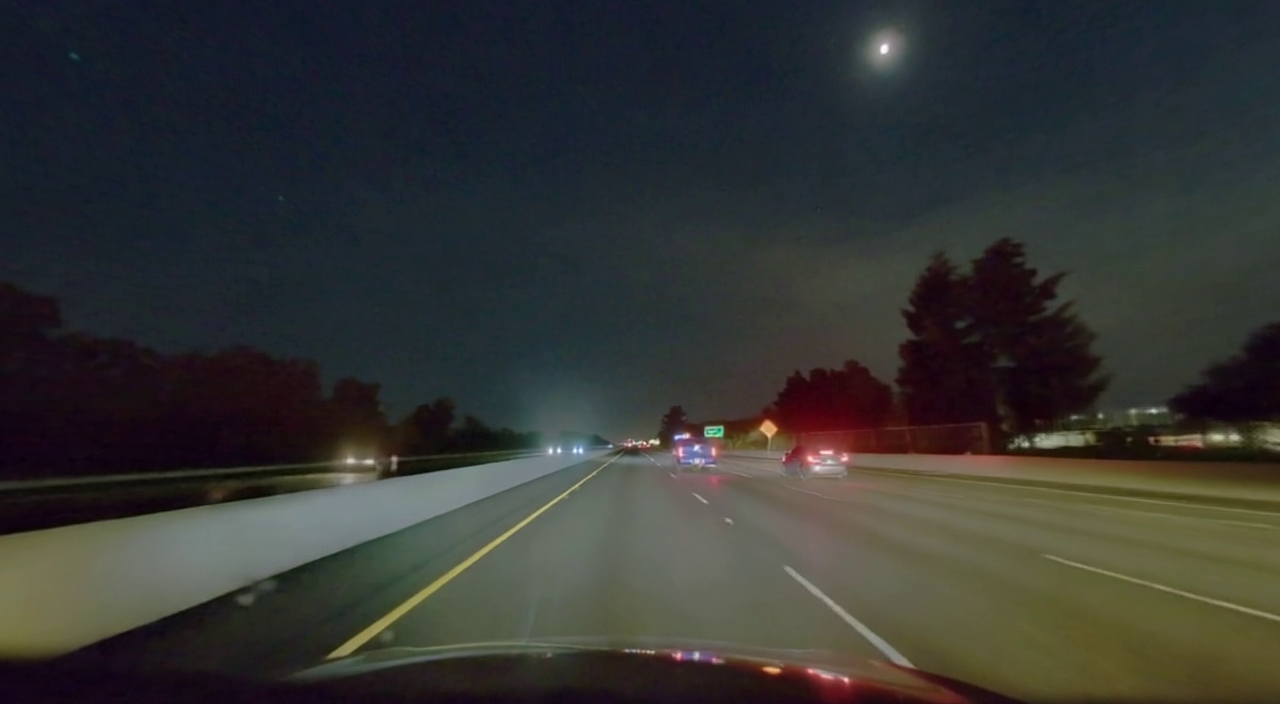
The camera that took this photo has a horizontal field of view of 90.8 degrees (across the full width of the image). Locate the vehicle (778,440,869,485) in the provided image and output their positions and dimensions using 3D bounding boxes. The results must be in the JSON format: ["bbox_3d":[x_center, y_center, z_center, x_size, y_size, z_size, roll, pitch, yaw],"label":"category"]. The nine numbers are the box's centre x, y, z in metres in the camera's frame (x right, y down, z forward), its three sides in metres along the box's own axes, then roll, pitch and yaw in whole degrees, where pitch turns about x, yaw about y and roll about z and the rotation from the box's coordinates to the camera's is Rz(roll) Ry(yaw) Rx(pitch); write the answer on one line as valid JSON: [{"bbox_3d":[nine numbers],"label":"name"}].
[{"bbox_3d":[6.572,3.998,23.166,2.009,1.456,4.097,0,-9,-2],"label":"vehicle"}]

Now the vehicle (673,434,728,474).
[{"bbox_3d":[2.938,5.103,31.872,2.258,1.824,4.908,0,-9,-1],"label":"vehicle"}]

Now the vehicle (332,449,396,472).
[{"bbox_3d":[-18.152,7.143,41.757,2.078,1.342,4.590,0,-8,1],"label":"vehicle"}]
